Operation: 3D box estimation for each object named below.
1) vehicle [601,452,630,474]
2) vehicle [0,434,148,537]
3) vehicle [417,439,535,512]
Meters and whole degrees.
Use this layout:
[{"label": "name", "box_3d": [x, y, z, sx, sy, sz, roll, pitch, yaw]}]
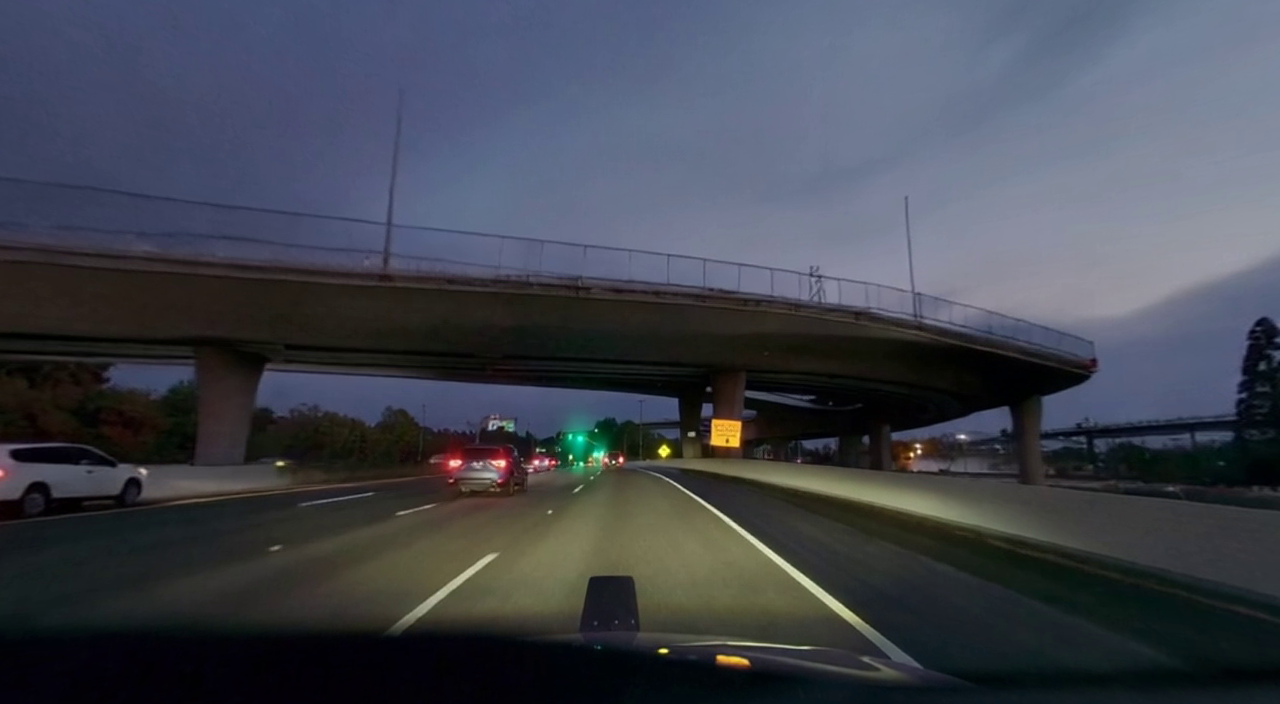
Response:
[{"label": "vehicle", "box_3d": [-1.842, 8.231, 47.114, 2.051, 1.459, 4.092, 1, -8, -3]}, {"label": "vehicle", "box_3d": [-11.583, 2.345, 11.415, 1.967, 1.681, 4.203, 0, -8, -1]}, {"label": "vehicle", "box_3d": [-4.145, 3.164, 16.740, 2.024, 1.655, 4.192, 0, -8, -1]}]
